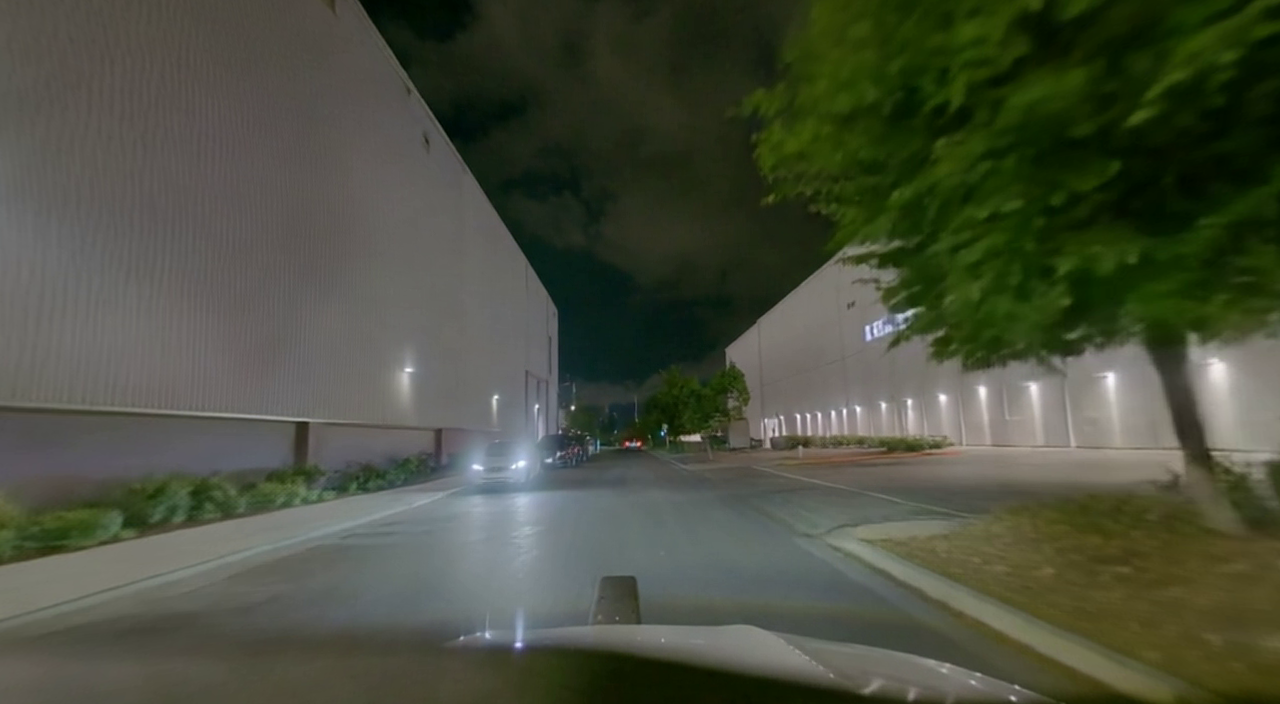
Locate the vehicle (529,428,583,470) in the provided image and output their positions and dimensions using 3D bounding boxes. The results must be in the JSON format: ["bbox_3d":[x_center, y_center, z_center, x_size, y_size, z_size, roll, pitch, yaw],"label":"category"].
[{"bbox_3d":[-4.308,5.141,33.059,2.161,1.843,5.181,-4,-10,-2],"label":"vehicle"}]

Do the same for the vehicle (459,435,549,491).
[{"bbox_3d":[-4.393,3.686,21.068,2.040,1.501,4.440,-4,-9,-1],"label":"vehicle"}]
